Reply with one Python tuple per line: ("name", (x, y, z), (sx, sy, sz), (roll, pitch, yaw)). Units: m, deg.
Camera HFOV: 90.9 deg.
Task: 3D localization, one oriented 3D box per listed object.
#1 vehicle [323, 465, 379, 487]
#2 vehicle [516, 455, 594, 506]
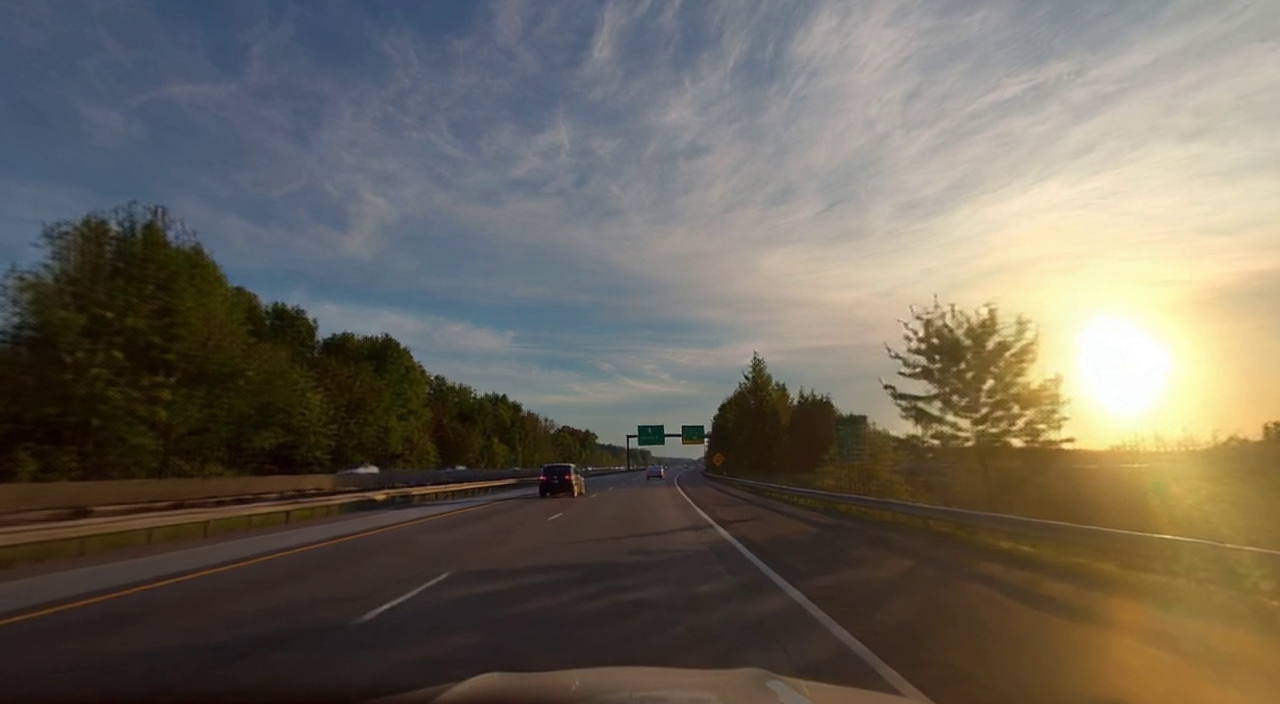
("vehicle", (-21.276, 9.152, 46.594), (1.887, 1.539, 4.225), (1, -10, 3))
("vehicle", (-2.953, 4.622, 22.869), (2.000, 1.594, 3.996), (1, -11, 4))
